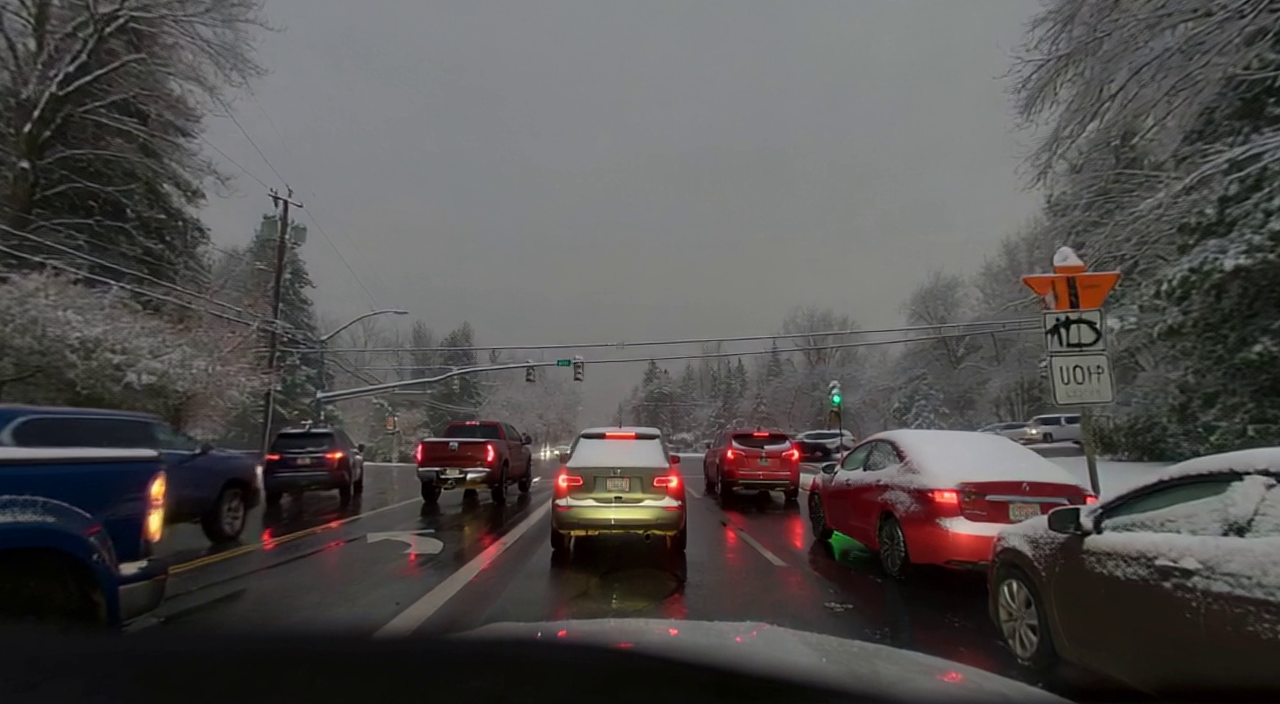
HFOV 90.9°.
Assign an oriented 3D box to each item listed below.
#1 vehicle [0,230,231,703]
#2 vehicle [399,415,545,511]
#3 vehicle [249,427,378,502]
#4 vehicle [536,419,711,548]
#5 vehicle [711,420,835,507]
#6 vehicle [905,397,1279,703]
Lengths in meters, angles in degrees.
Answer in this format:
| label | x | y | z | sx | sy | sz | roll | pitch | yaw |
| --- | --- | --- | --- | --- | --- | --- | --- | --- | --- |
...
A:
| label | x | y | z | sx | sy | sz | roll | pitch | yaw |
| --- | --- | --- | --- | --- | --- | --- | --- | --- | --- |
| vehicle | -3.490 | 0.346 | 0.317 | 2.656 | 2.021 | 5.800 | 0 | -8 | 0 |
| vehicle | -3.636 | 2.518 | 14.662 | 2.089 | 1.857 | 4.488 | 0 | -8 | 1 |
| vehicle | -8.964 | 3.098 | 17.826 | 2.256 | 1.799 | 4.831 | 2 | -9 | -16 |
| vehicle | -0.221 | 1.938 | 9.873 | 2.194 | 1.607 | 3.690 | 0 | -8 | 0 |
| vehicle | 3.131 | 2.735 | 15.907 | 2.102 | 1.841 | 4.587 | 0 | -8 | 0 |
| vehicle | 3.019 | 0.959 | 2.514 | 1.874 | 1.477 | 4.698 | 0 | -8 | 0 |
